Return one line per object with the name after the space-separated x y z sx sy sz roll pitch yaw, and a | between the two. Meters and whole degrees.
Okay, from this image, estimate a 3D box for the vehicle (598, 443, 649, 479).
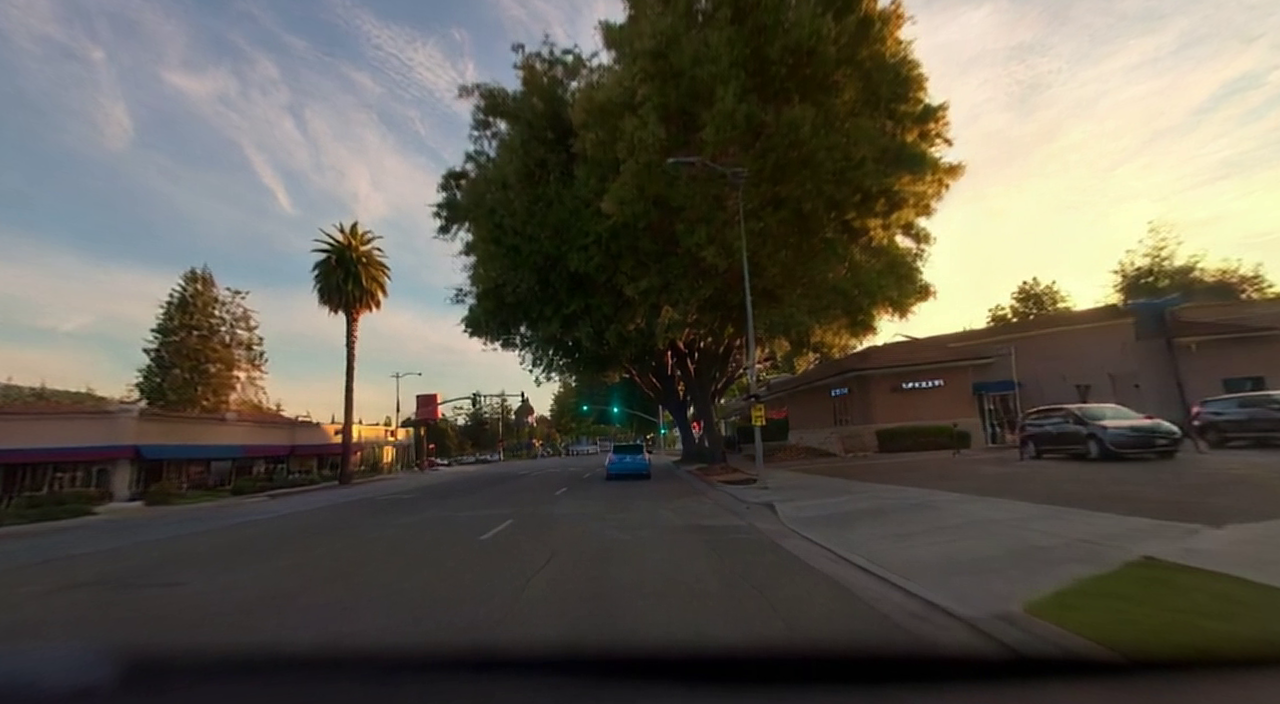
-0.712 4.901 28.767 2.156 1.462 4.495 0 -8 -1 | vehicle

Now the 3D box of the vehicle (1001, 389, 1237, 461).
12.622 2.035 17.027 1.873 1.657 4.557 5 -10 -30 | vehicle
